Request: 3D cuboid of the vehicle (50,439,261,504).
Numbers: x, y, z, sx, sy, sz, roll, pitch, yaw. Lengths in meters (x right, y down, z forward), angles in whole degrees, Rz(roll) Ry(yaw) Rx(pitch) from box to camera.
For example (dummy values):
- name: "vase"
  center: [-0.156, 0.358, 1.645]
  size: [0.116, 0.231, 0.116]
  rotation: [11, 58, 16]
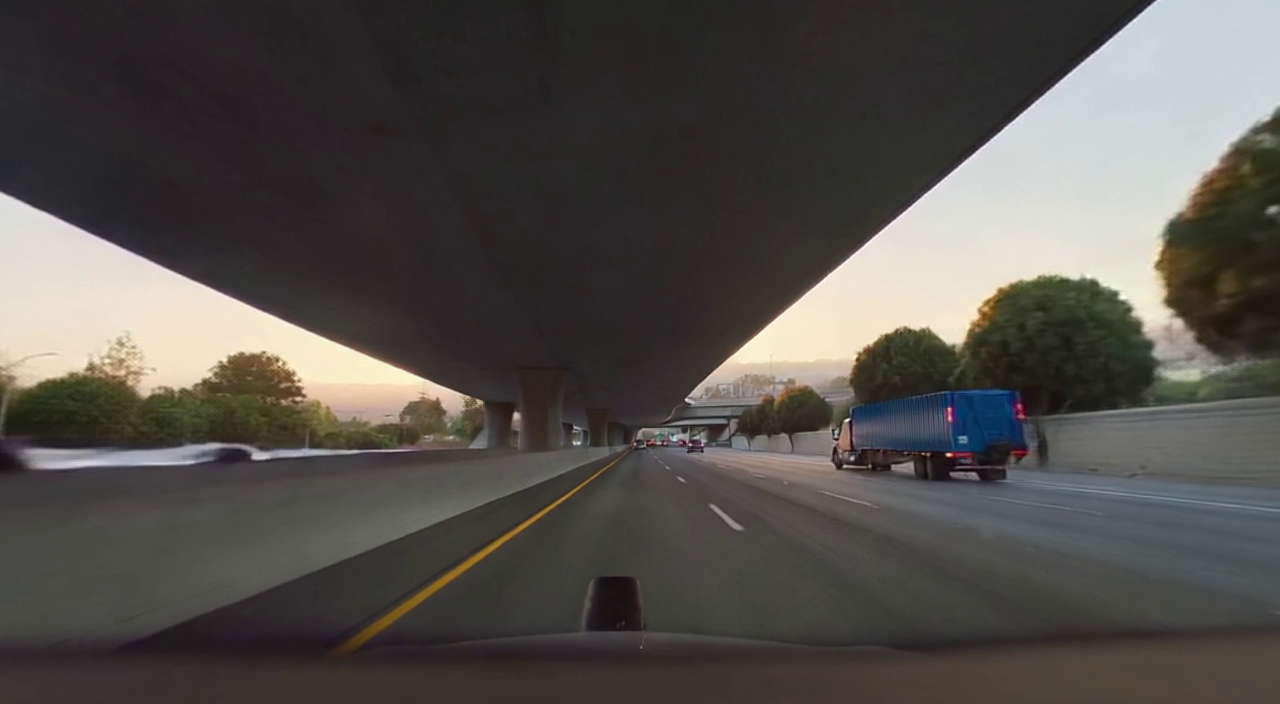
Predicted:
- name: "vehicle"
  center: [-13.885, 3.421, 18.661]
  size: [2.016, 1.617, 5.258]
  rotation: [0, -8, 1]

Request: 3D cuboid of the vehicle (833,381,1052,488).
- name: "vehicle"
  center: [10.817, 3.278, 24.578]
  size: [2.960, 3.207, 10.950]
  rotation: [0, -8, -1]
